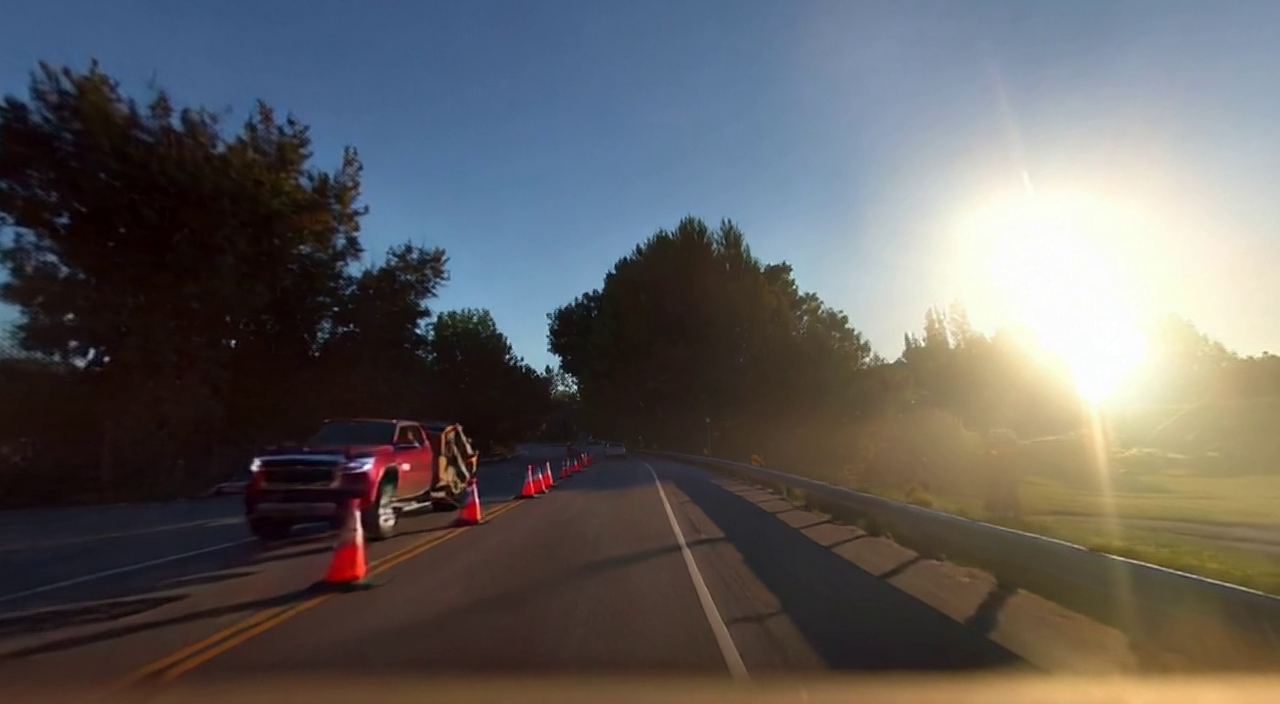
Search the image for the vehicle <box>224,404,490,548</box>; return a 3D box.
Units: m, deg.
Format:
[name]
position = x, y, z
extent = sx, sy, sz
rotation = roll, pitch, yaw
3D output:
[vehicle]
position = -4.522, 2.080, 11.425
extent = 2.128, 1.944, 5.555
rotation = 0, -8, 1
